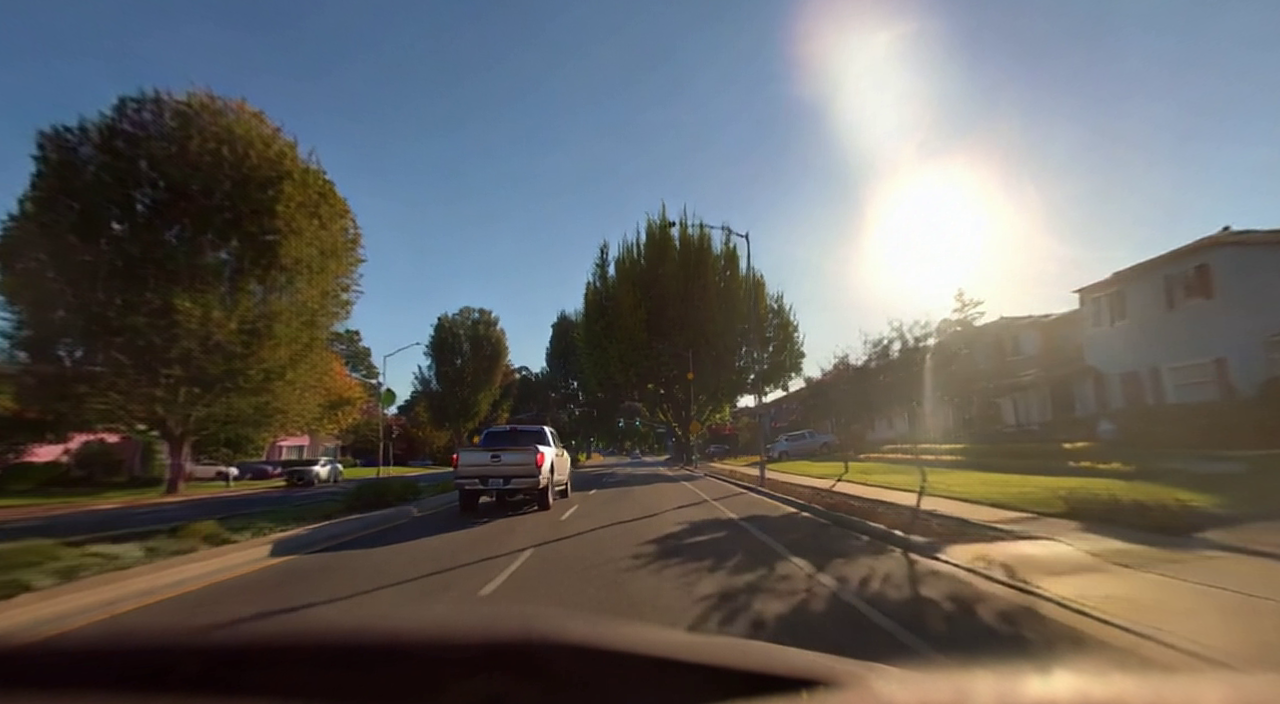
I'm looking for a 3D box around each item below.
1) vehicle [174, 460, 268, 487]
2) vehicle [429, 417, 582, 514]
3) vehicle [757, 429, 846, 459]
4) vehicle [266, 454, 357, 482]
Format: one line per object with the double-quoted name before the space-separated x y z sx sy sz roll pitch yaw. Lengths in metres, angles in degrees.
"vehicle" -26.779 7.776 40.506 4.497 1.634 1.991 0 -9 -3
"vehicle" -3.077 2.818 16.175 2.508 2.001 5.880 0 -9 1
"vehicle" 10.165 5.805 39.950 4.882 1.839 2.243 1 -9 -6
"vehicle" -21.143 7.473 40.771 4.669 1.745 2.156 -1 -9 2
